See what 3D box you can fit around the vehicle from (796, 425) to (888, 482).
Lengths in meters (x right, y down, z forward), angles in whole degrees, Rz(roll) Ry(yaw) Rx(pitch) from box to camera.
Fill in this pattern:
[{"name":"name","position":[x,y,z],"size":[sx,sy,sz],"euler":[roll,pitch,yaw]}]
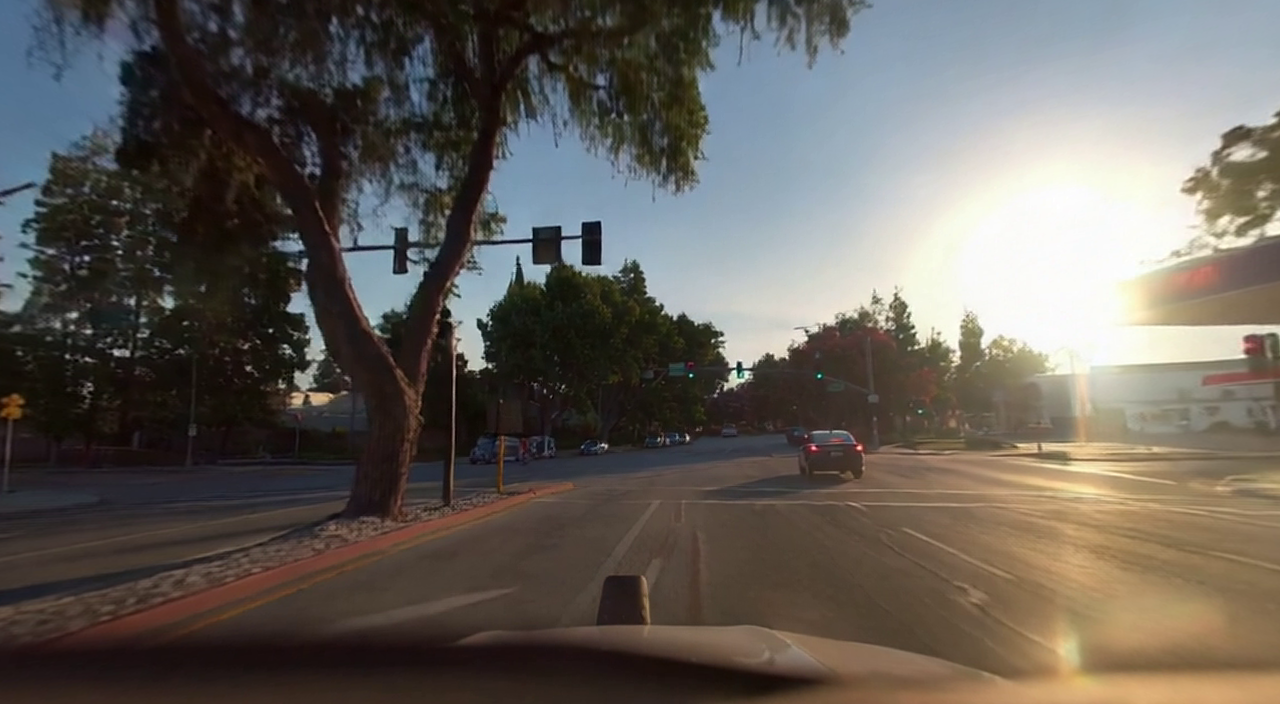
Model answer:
[{"name":"vehicle","position":[6.743,3.434,21.432],"size":[2.090,1.717,4.063],"euler":[-1,-9,5]}]

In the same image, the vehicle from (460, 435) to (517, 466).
[{"name":"vehicle","position":[-9.729,6.362,40.617],"size":[2.112,1.853,4.516],"euler":[-1,-9,6]}]
